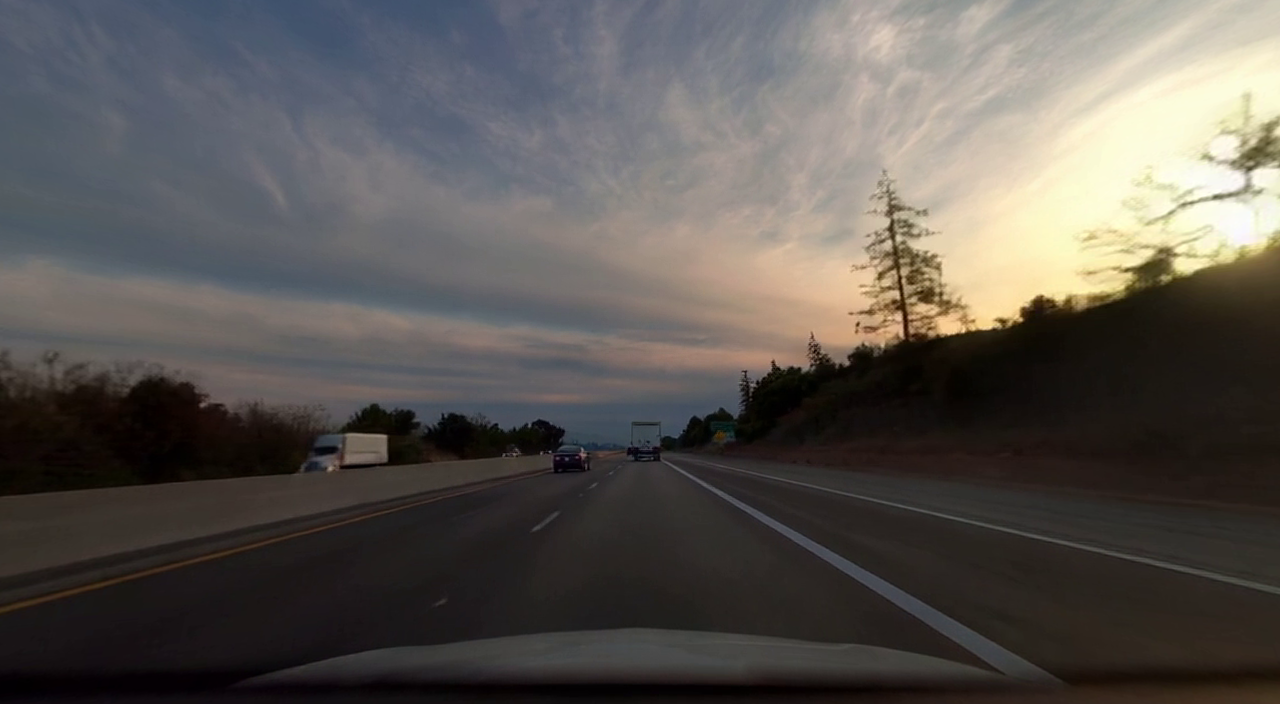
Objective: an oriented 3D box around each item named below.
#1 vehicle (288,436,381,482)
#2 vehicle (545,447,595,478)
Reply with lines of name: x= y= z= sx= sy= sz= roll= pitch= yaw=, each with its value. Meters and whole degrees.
vehicle: x=-17.494 y=6.159 z=36.559 sx=2.252 sy=2.427 sz=6.092 roll=-1 pitch=-9 yaw=0
vehicle: x=-3.448 y=5.520 z=31.800 sx=1.955 sy=1.438 sz=4.100 roll=-1 pitch=-9 yaw=1
